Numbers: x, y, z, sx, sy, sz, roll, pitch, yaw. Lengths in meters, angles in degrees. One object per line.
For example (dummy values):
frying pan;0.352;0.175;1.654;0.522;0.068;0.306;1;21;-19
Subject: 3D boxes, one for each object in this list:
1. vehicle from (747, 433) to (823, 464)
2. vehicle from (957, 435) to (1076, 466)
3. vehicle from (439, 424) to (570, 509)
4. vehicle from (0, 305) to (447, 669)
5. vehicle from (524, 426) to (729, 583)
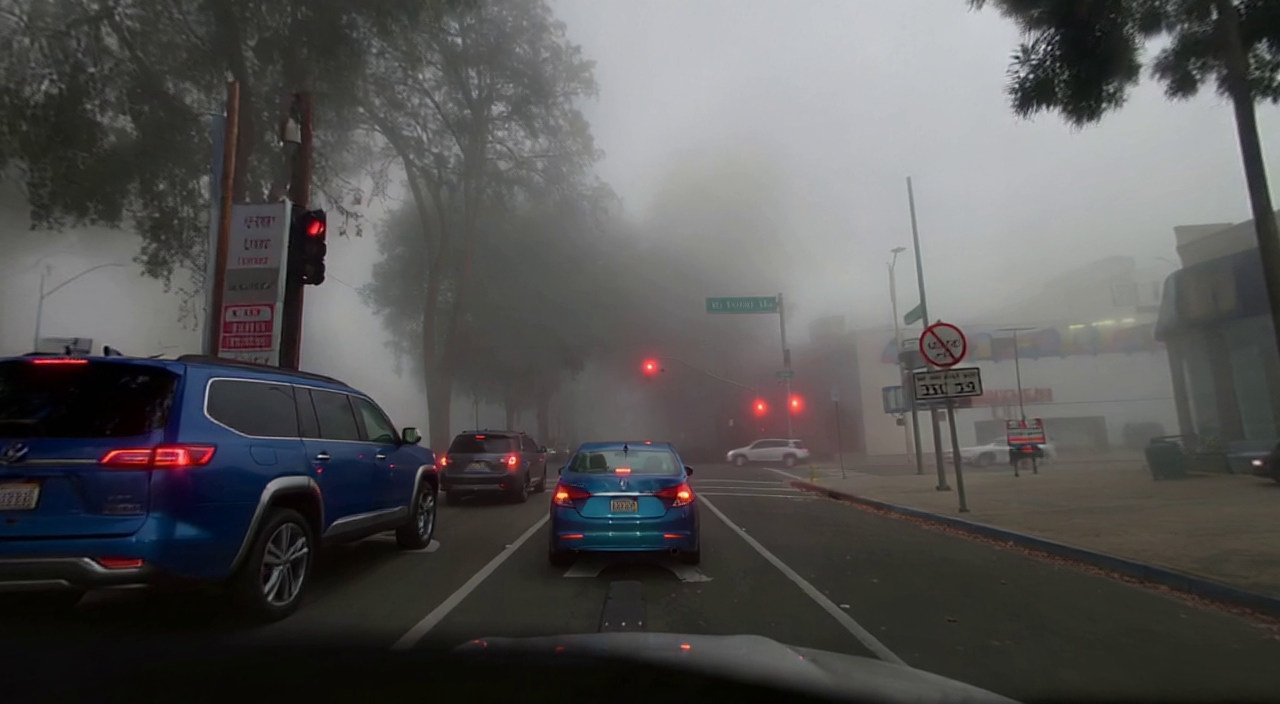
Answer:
vehicle;8.517;5.680;36.846;4.116;1.719;2.069;-3;-9;18
vehicle;18.992;5.021;31.909;4.809;1.476;1.845;-3;-9;16
vehicle;-2.927;2.595;14.599;2.047;1.664;4.148;0;-8;1
vehicle;-3.814;1.132;6.236;2.152;2.118;5.066;0;-8;0
vehicle;-0.164;1.778;8.182;1.966;1.481;4.146;0;-8;-1
